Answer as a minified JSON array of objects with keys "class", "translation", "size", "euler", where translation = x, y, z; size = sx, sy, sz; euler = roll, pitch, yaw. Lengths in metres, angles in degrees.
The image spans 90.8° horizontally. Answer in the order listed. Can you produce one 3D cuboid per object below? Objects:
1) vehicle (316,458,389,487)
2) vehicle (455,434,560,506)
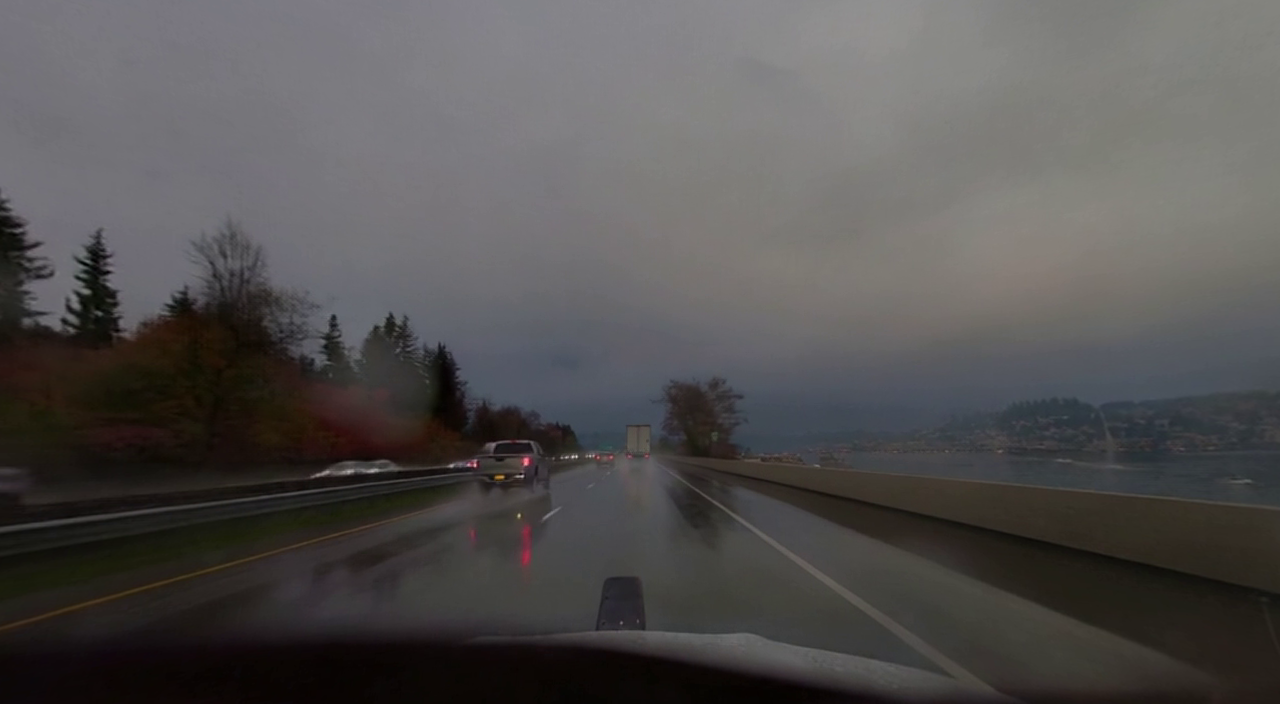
[{"class":"vehicle","translation":[-17.392,7.286,38.495],"size":[1.960,1.575,5.256],"euler":[0,-9,0]},{"class":"vehicle","translation":[-3.748,3.448,18.806],"size":[2.079,1.845,4.654],"euler":[0,-9,1]}]
